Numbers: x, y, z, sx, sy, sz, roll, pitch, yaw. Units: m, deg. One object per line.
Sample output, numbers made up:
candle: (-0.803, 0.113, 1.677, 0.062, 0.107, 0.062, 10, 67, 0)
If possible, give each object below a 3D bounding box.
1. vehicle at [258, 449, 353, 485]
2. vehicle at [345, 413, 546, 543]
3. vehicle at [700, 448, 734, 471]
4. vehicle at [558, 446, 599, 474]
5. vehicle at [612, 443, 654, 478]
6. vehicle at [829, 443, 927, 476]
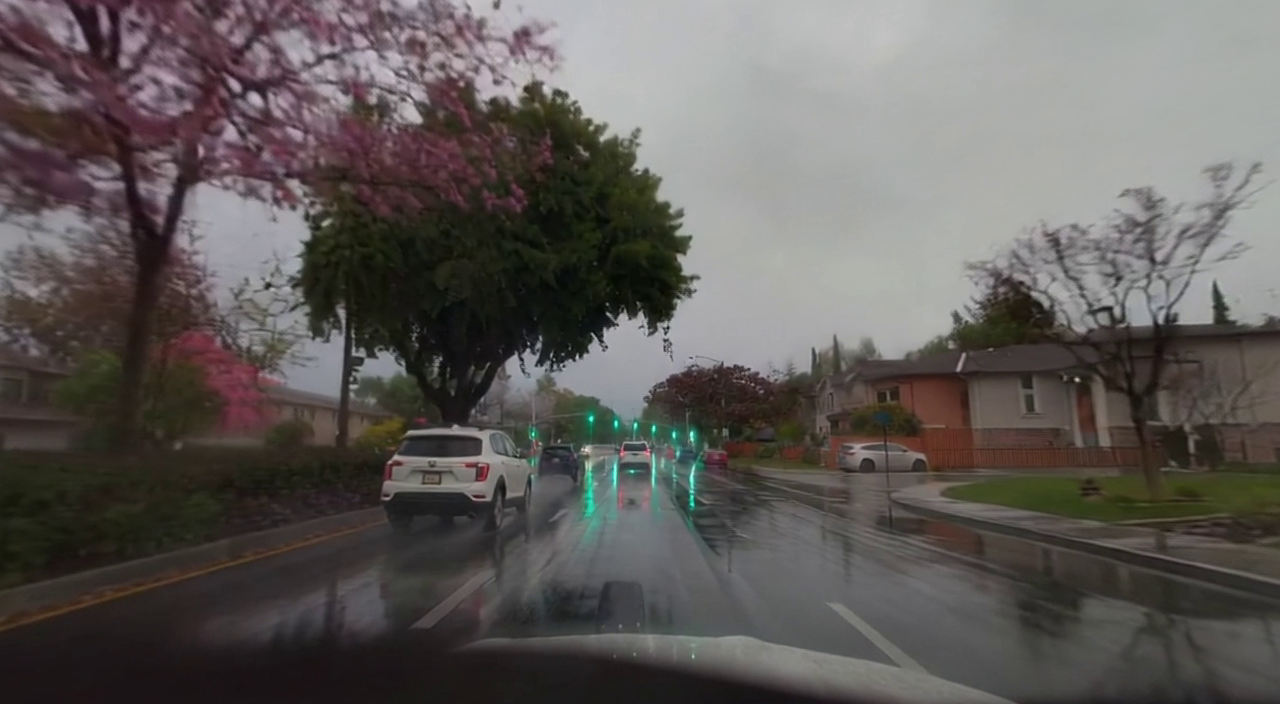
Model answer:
vehicle: (-15.589, 5.363, 29.753, 1.866, 1.501, 4.689, 0, -8, 1)
vehicle: (-3.266, 2.235, 11.916, 2.161, 1.919, 4.798, 0, -8, 1)
vehicle: (5.757, 8.040, 47.545, 1.987, 1.613, 3.894, 0, -8, -1)
vehicle: (-3.620, 6.382, 37.661, 2.066, 1.565, 3.905, 0, -8, 0)
vehicle: (-0.362, 5.521, 32.388, 1.997, 1.636, 3.760, 0, -8, -1)
vehicle: (12.589, 5.731, 33.695, 4.482, 1.678, 1.890, -1, -8, 7)
